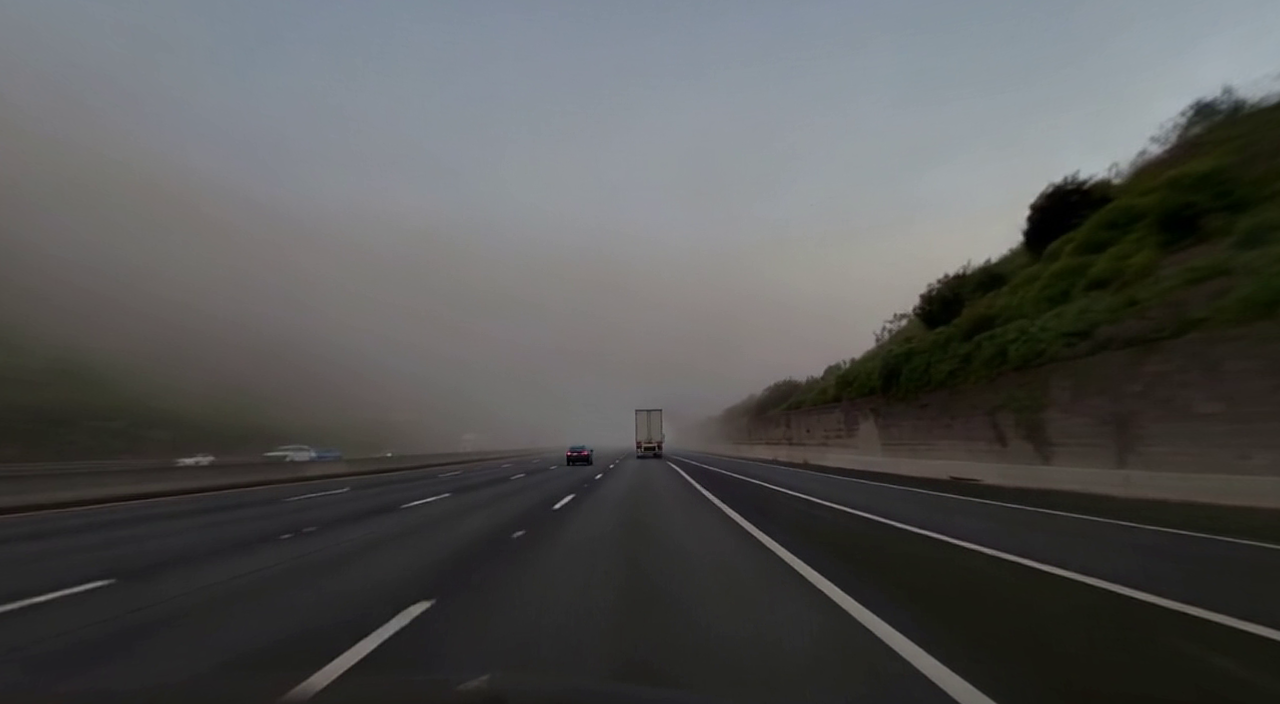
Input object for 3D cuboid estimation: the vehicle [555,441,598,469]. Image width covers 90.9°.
[{"bbox_3d":[-3.590,5.950,36.481,1.983,1.508,4.060,0,-8,1],"label":"vehicle"}]
